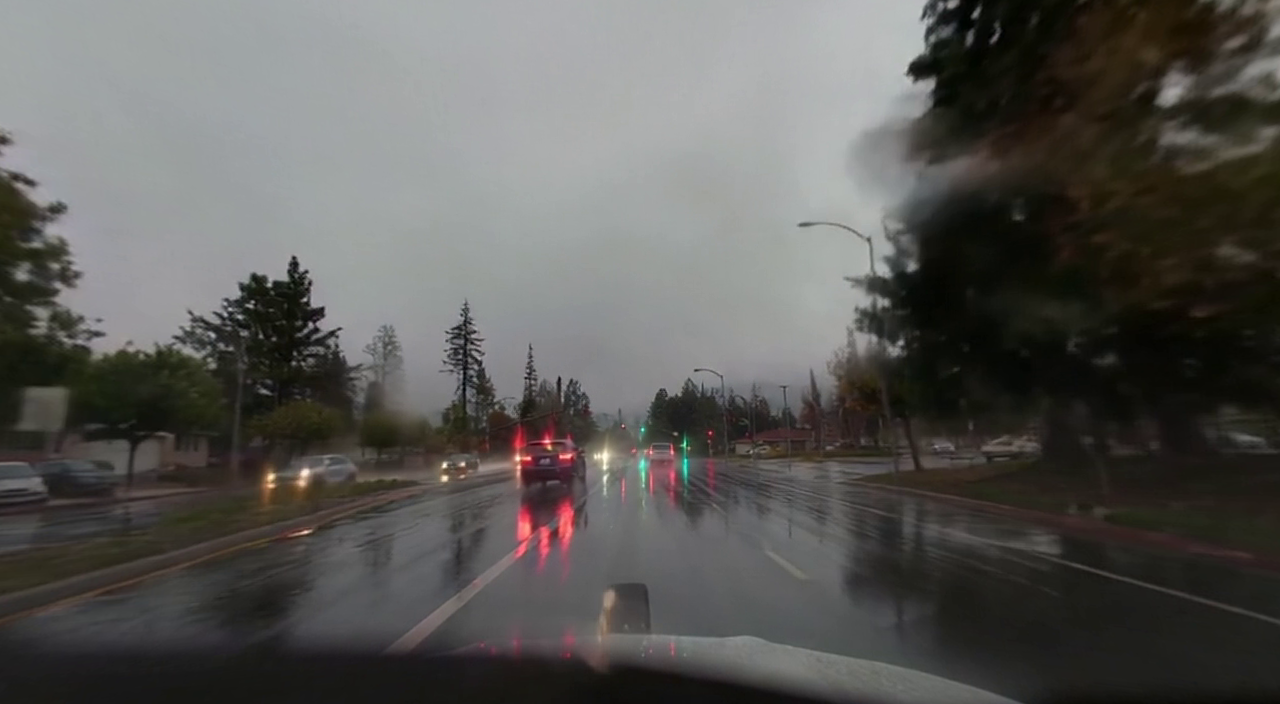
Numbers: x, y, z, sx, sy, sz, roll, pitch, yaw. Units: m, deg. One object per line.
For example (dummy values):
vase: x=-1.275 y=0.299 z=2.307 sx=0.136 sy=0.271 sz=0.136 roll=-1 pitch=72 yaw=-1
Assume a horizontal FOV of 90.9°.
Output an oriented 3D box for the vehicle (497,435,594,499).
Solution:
vehicle: x=-2.965 y=3.781 z=21.279 sx=2.459 sy=1.825 sz=5.380 roll=0 pitch=-8 yaw=0

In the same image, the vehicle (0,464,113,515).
vehicle: x=-24.727 y=5.547 z=25.634 sx=4.824 sy=1.766 sz=1.967 roll=1 pitch=-8 yaw=4

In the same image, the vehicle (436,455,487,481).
vehicle: x=-11.604 y=7.568 z=41.353 sx=1.952 sy=1.500 sz=4.543 roll=-1 pitch=-8 yaw=1

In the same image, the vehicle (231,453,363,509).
vehicle: x=-11.728 y=4.405 z=21.998 sx=2.061 sy=1.631 sz=4.502 roll=-1 pitch=-8 yaw=0

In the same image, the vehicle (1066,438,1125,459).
vehicle: x=35.125 y=7.478 z=48.716 sx=1.719 sy=1.506 sz=3.878 roll=-1 pitch=-8 yaw=1
